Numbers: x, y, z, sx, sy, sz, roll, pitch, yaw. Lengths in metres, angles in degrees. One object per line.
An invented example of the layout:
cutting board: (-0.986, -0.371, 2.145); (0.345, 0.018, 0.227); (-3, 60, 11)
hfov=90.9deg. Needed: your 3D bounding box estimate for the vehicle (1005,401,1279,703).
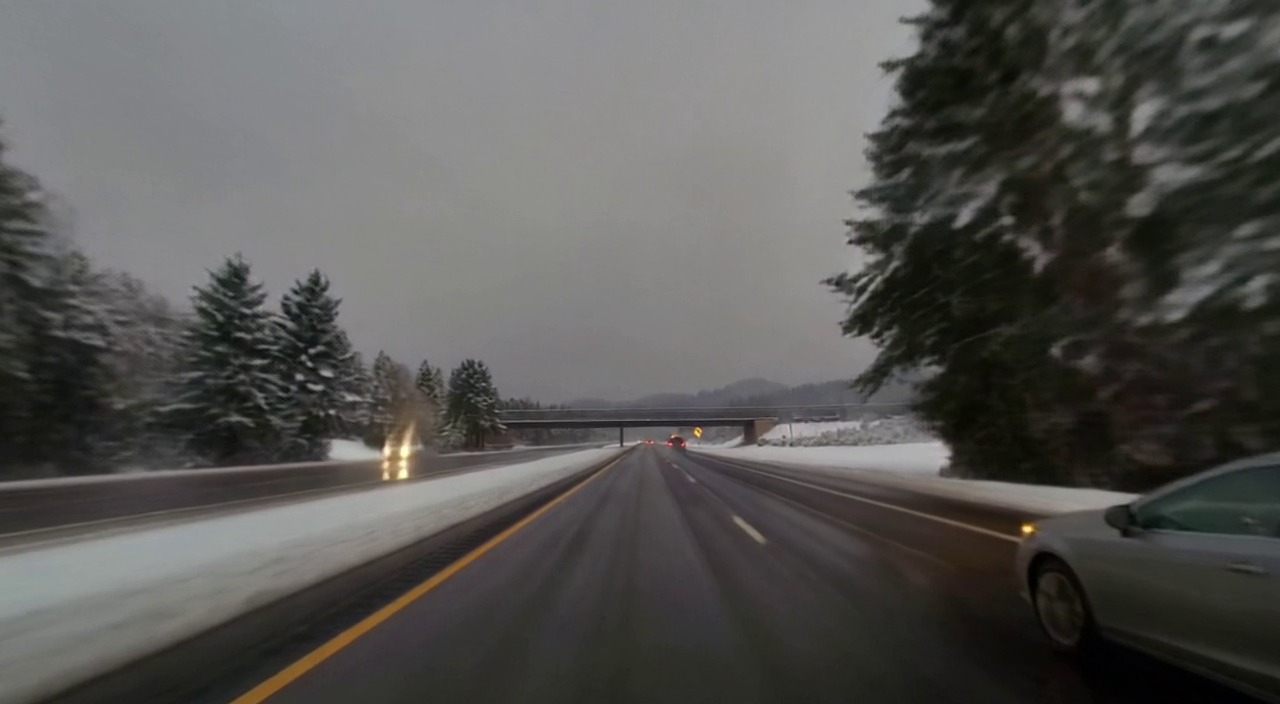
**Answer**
vehicle: (3.936, 0.929, 2.566); (2.027, 1.487, 4.718); (0, -8, -1)
